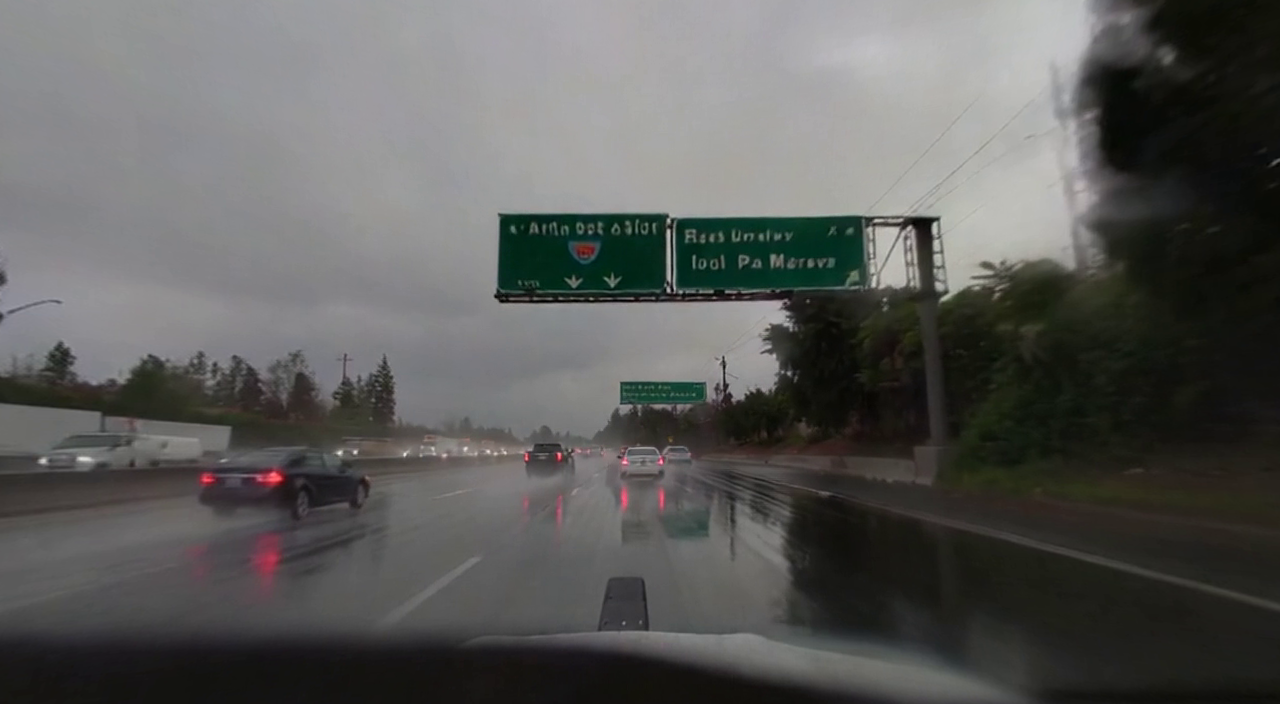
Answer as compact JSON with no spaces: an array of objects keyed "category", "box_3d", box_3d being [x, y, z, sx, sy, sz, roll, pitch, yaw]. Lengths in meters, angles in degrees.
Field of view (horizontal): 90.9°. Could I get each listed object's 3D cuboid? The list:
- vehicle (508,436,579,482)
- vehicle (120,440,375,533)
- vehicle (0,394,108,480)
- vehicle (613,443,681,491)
[{"category":"vehicle","box_3d":[-3.982,4.529,26.937,2.289,1.777,4.534,0,-8,0]},{"category":"vehicle","box_3d":[-7.235,2.491,12.412,1.974,1.464,4.733,0,-8,0]},{"category":"vehicle","box_3d":[-31.890,4.023,29.819,2.841,4.066,12.931,1,-8,-4]},{"category":"vehicle","box_3d":[0.171,3.856,21.574,2.082,1.482,4.126,0,-8,-1]}]
